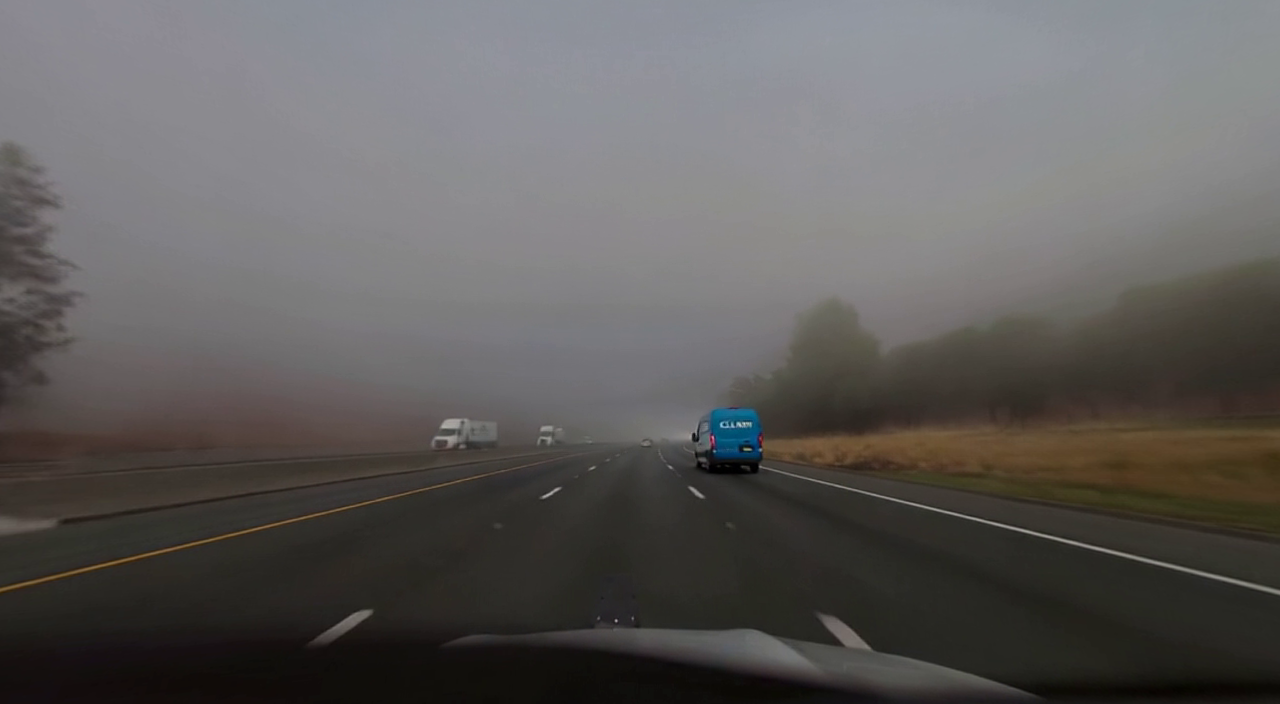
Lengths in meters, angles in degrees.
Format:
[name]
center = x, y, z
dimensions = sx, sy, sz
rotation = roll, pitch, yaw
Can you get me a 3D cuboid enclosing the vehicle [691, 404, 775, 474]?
[vehicle]
center = 3.696, 3.630, 26.221
dimensions = 2.485, 2.562, 5.535
rotation = 0, -8, -2
